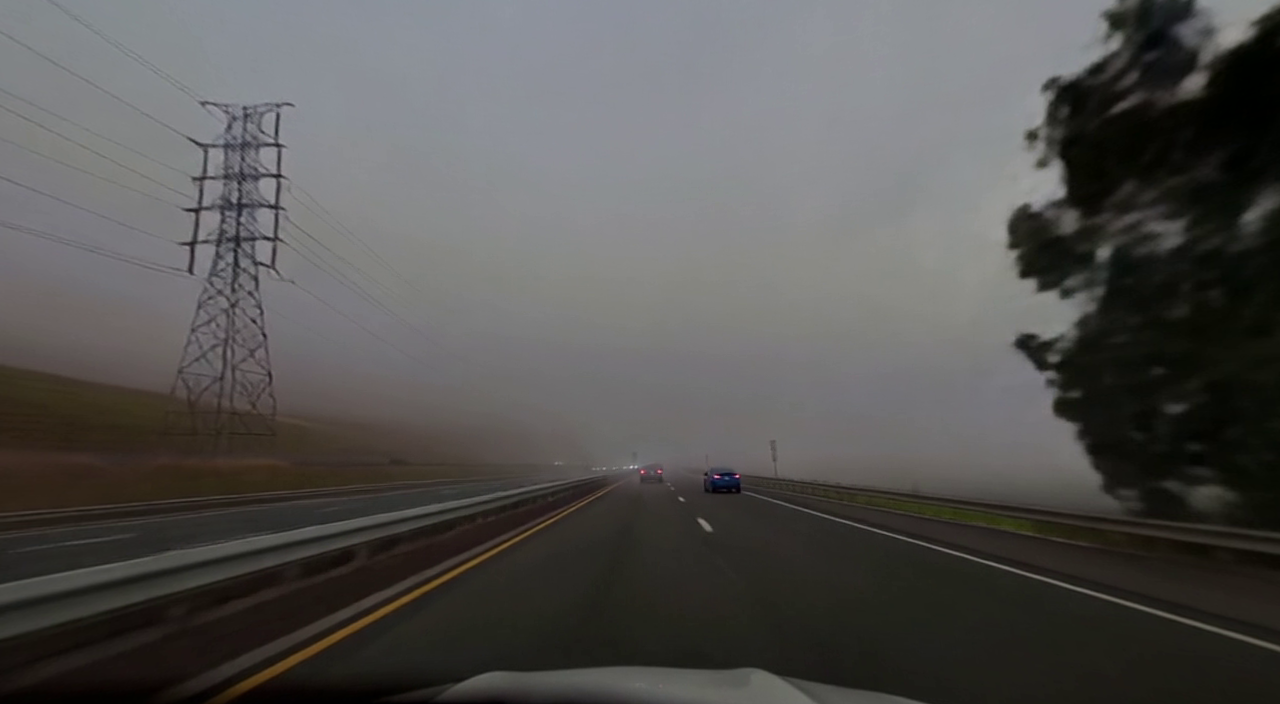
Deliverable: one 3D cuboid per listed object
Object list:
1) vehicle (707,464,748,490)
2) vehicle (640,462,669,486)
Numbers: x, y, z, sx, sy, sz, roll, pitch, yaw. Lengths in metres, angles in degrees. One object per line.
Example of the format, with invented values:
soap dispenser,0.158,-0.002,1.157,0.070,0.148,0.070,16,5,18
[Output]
vehicle,5.499,7.896,39.931,1.985,1.521,3.904,1,-10,-1
vehicle,1.065,9.068,46.824,2.038,1.596,4.246,1,-10,0
